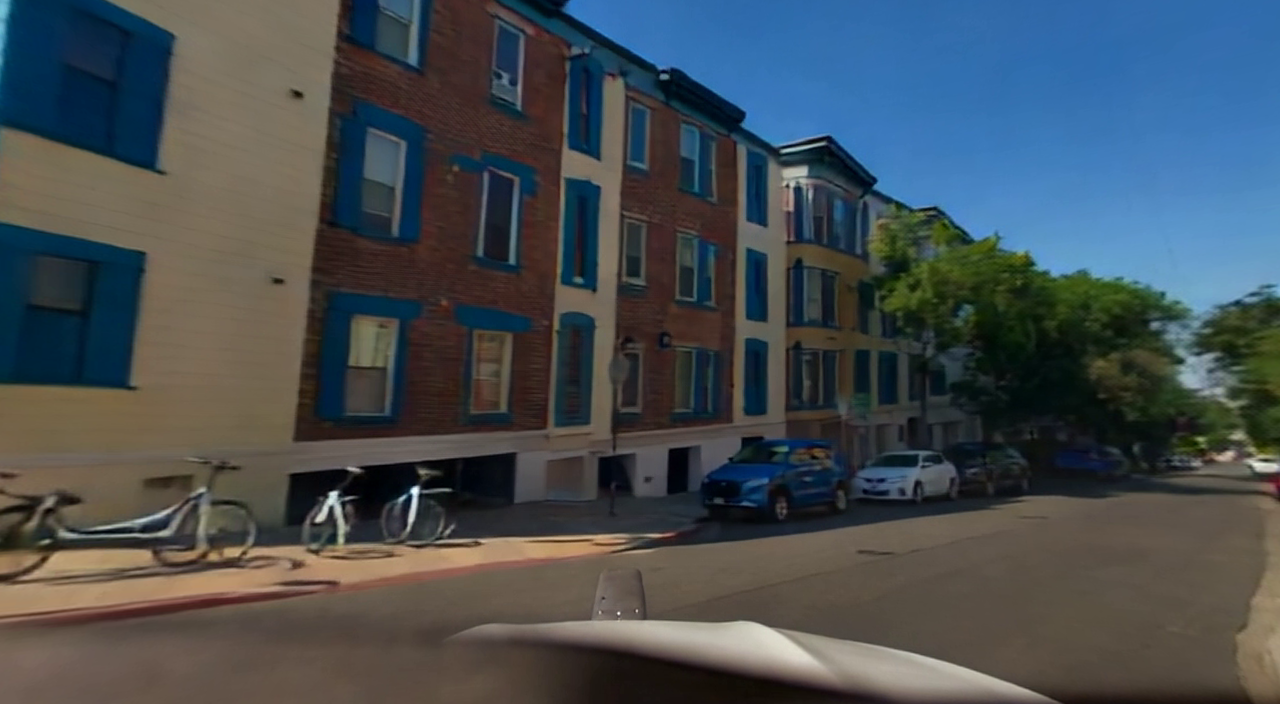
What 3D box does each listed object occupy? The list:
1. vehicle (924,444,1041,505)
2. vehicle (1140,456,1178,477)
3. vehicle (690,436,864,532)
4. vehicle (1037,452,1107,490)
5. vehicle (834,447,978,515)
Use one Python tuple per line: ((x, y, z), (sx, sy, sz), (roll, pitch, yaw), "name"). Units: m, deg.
((10.747, 3.704, 19.600), (4.302, 1.629, 1.942), (8, -11, -44), "vehicle")
((41.228, 9.028, 49.907), (3.801, 1.473, 1.841), (8, -11, -44), "vehicle")
((2.706, 2.405, 12.071), (1.719, 1.519, 3.414), (-6, -10, 43), "vehicle")
((19.568, 5.301, 28.423), (1.840, 1.493, 3.761), (-7, -11, 44), "vehicle")
((6.875, 3.174, 16.010), (4.294, 1.427, 1.830), (8, -11, -44), "vehicle")
